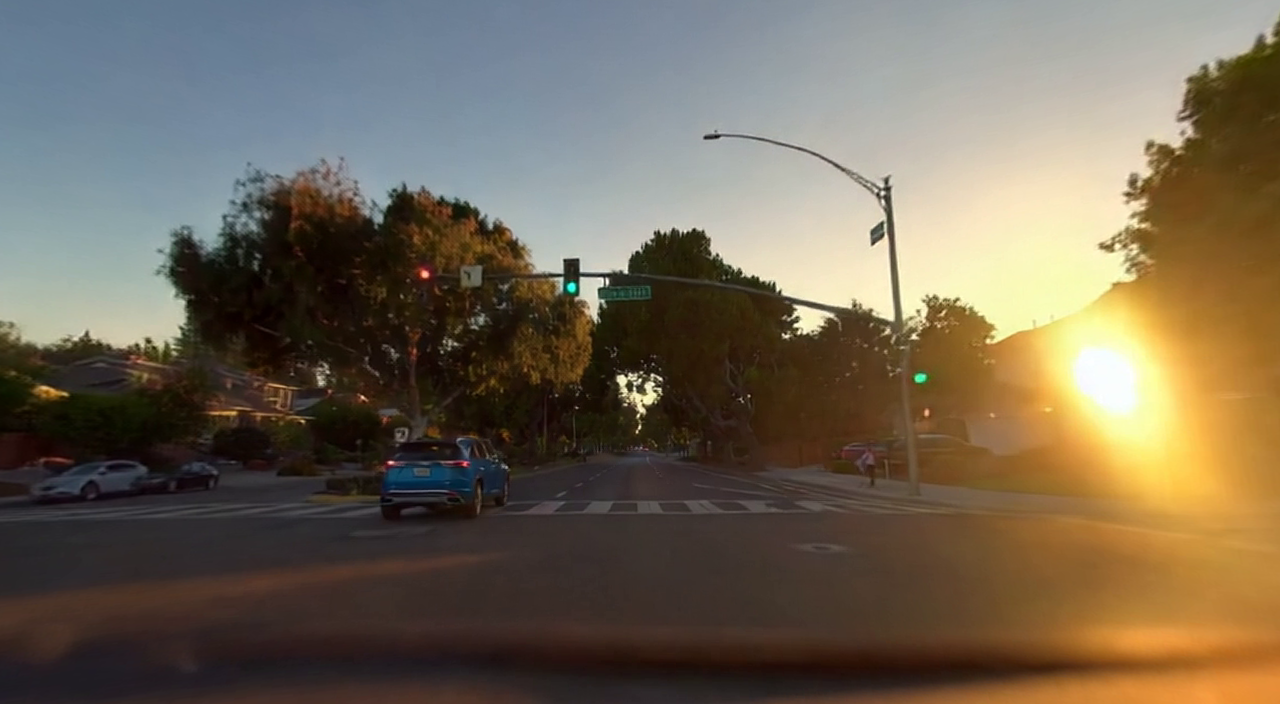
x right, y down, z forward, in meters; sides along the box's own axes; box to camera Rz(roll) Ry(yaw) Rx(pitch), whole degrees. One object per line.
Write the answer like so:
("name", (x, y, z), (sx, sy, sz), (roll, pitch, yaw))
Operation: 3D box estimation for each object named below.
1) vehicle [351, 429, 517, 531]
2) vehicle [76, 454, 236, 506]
("vehicle", (-3.993, 2.531, 13.153), (1.993, 1.733, 4.262), (0, -8, 0))
("vehicle", (-16.606, 4.386, 22.071), (1.941, 1.495, 4.713), (0, -8, -1))
